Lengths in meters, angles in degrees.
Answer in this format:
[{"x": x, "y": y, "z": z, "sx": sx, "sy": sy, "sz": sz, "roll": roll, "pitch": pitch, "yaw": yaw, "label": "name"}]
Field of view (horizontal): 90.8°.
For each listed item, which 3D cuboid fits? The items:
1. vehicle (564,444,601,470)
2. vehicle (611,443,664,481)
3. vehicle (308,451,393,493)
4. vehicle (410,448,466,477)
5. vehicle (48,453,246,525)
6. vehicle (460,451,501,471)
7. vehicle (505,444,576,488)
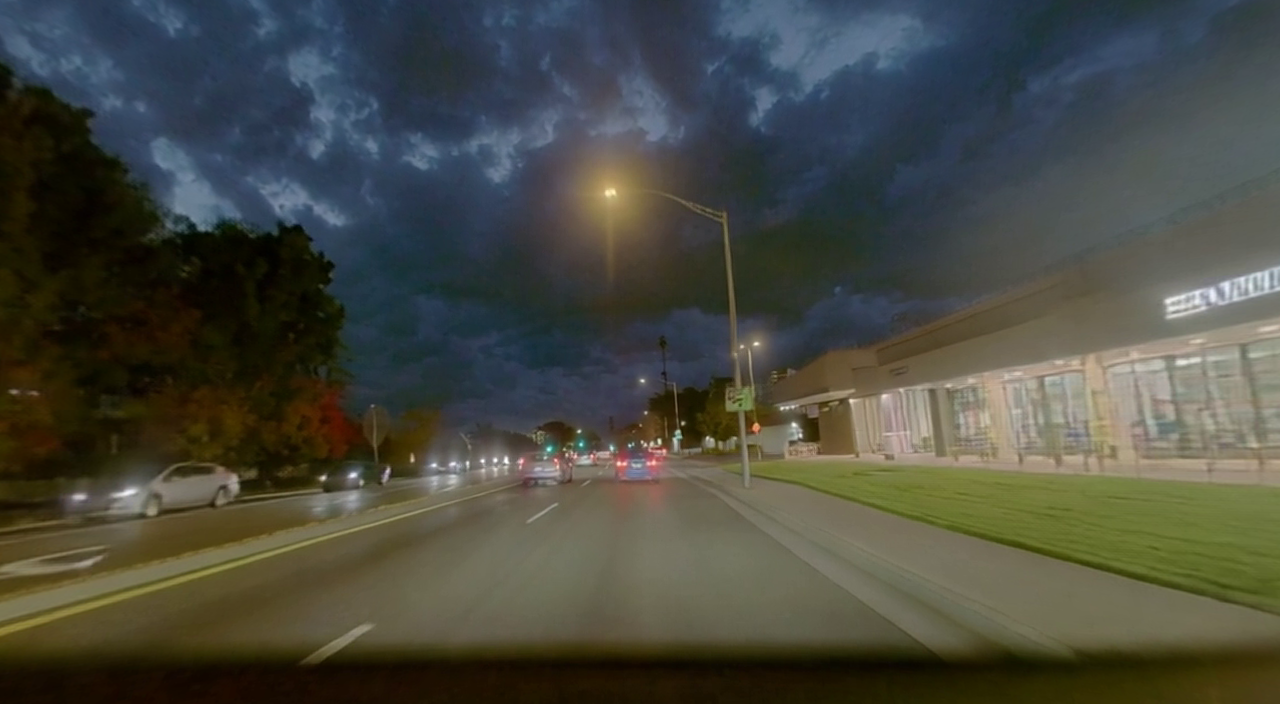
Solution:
[{"x": -3.539, "y": 6.517, "z": 39.508, "sx": 1.887, "sy": 1.517, "sz": 4.254, "roll": 0, "pitch": -8, "yaw": 1, "label": "vehicle"}, {"x": -0.198, "y": 4.653, "z": 27.074, "sx": 2.085, "sy": 1.475, "sz": 3.976, "roll": 0, "pitch": -8, "yaw": -2, "label": "vehicle"}, {"x": -13.431, "y": 5.539, "z": 29.602, "sx": 1.936, "sy": 1.656, "sz": 4.284, "roll": -3, "pitch": -8, "yaw": 1, "label": "vehicle"}, {"x": -13.029, "y": 7.136, "z": 41.087, "sx": 1.999, "sy": 1.755, "sz": 4.518, "roll": -1, "pitch": -8, "yaw": 3, "label": "vehicle"}, {"x": -14.452, "y": 3.990, "z": 18.994, "sx": 2.050, "sy": 1.786, "sz": 4.633, "roll": -1, "pitch": -8, "yaw": 3, "label": "vehicle"}, {"x": -12.489, "y": 8.559, "z": 49.793, "sx": 1.909, "sy": 1.462, "sz": 4.608, "roll": -1, "pitch": -8, "yaw": 2, "label": "vehicle"}, {"x": -3.567, "y": 4.136, "z": 23.312, "sx": 1.921, "sy": 1.477, "sz": 4.083, "roll": 0, "pitch": -8, "yaw": 0, "label": "vehicle"}]
